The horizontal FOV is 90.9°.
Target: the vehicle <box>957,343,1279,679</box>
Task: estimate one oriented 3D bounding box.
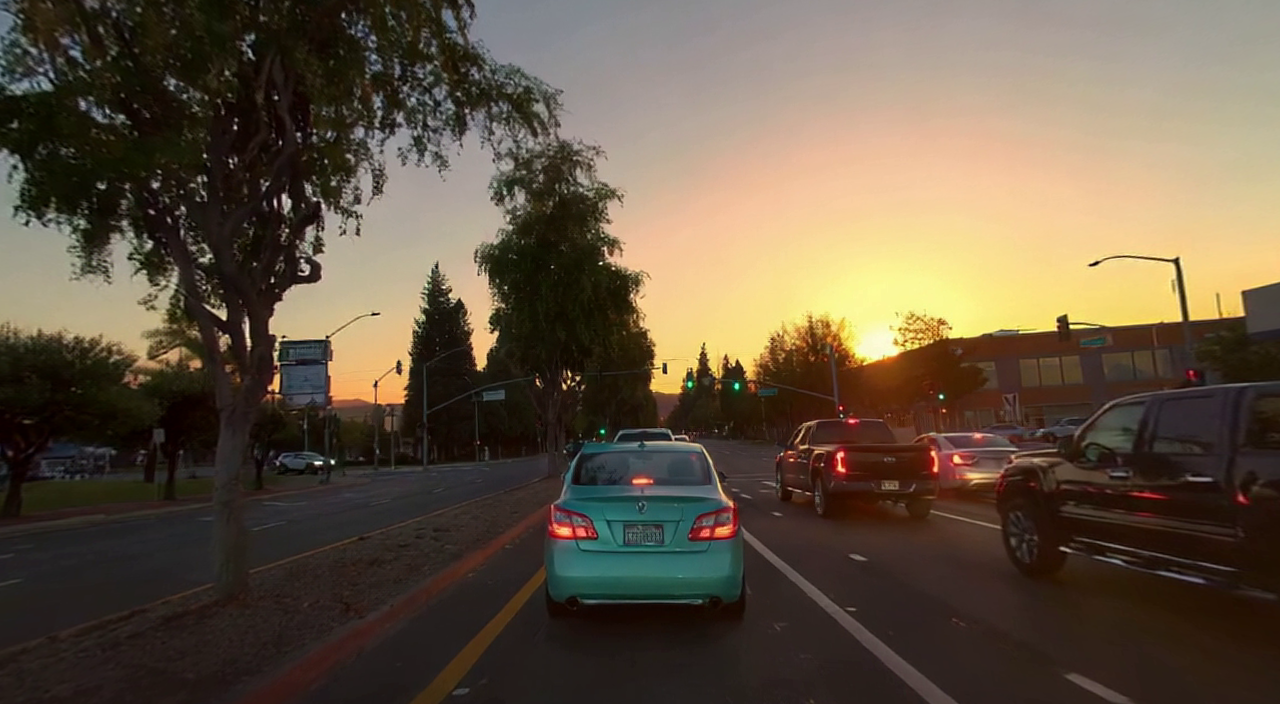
[{"bbox_3d":[4.490,1.019,4.541,2.019,1.803,4.634,-1,-8,1],"label":"vehicle"}]

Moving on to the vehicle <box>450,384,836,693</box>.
[{"bbox_3d":[-0.014,1.311,5.526,2.116,1.677,3.948,0,-8,-1],"label":"vehicle"}]

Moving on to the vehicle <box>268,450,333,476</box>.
[{"bbox_3d":[-24.056,7.841,44.892,1.798,1.706,4.385,-1,-8,6],"label":"vehicle"}]

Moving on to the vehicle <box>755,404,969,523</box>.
[{"bbox_3d":[4.179,2.239,13.266,2.319,1.930,5.651,0,-8,-1],"label":"vehicle"}]
